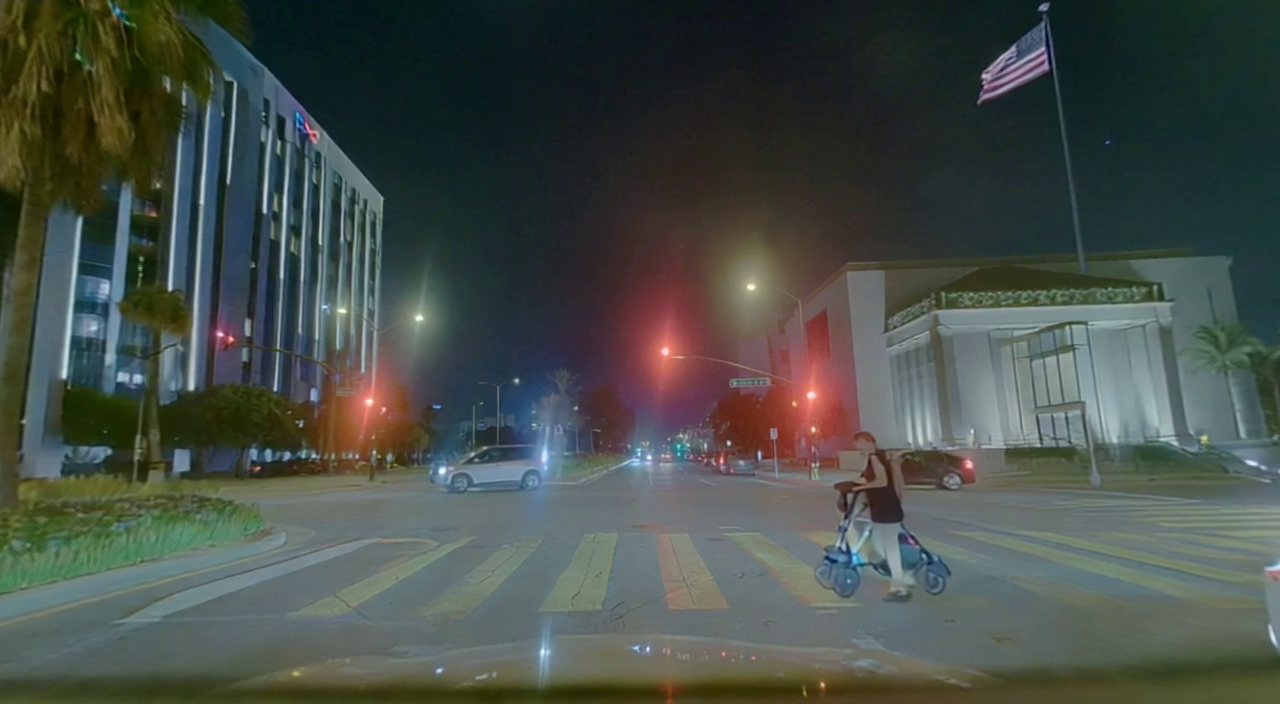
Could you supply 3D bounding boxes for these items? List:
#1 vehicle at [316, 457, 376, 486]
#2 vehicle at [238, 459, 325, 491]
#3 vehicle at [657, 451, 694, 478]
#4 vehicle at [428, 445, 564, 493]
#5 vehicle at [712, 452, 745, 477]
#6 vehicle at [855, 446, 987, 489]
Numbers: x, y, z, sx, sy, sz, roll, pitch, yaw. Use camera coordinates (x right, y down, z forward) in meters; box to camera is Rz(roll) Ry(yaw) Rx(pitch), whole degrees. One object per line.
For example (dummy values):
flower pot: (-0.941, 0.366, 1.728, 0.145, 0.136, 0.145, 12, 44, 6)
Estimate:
vehicle: (-20.081, 8.156, 43.386, 2.043, 1.745, 4.420, 0, -8, -1)
vehicle: (-19.956, 6.857, 35.430, 2.069, 1.540, 4.774, 0, -8, 0)
vehicle: (2.522, 8.228, 46.550, 2.325, 1.810, 4.827, 0, -8, -1)
vehicle: (-5.018, 4.136, 22.561, 4.499, 1.594, 1.898, 1, -9, -7)
vehicle: (6.490, 8.270, 46.807, 2.176, 1.690, 4.138, -1, -8, 4)
vehicle: (10.699, 4.426, 24.430, 4.273, 1.525, 2.000, -2, -9, 13)
